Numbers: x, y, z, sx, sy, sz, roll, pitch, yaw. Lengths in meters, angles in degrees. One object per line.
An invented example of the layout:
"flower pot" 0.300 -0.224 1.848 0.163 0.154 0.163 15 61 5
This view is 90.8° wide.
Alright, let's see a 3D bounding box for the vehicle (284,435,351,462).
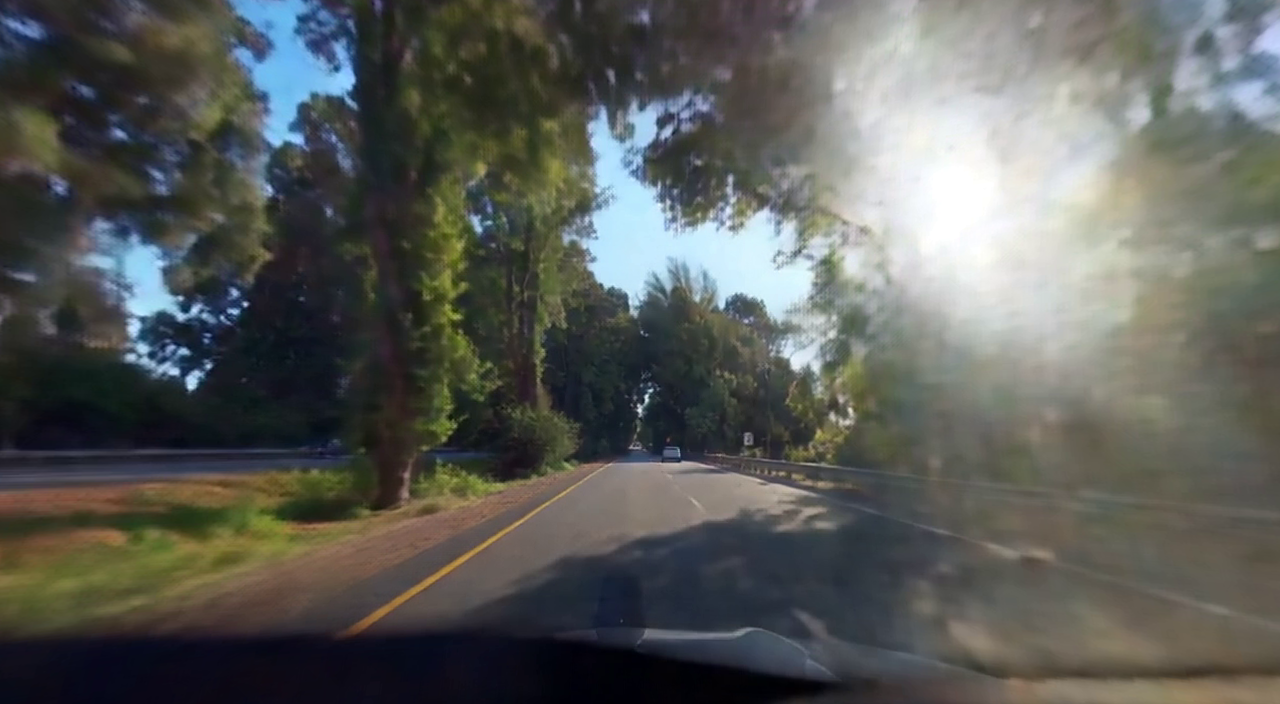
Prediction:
"vehicle" -22.332 6.714 44.030 2.055 1.776 4.879 0 -9 0
